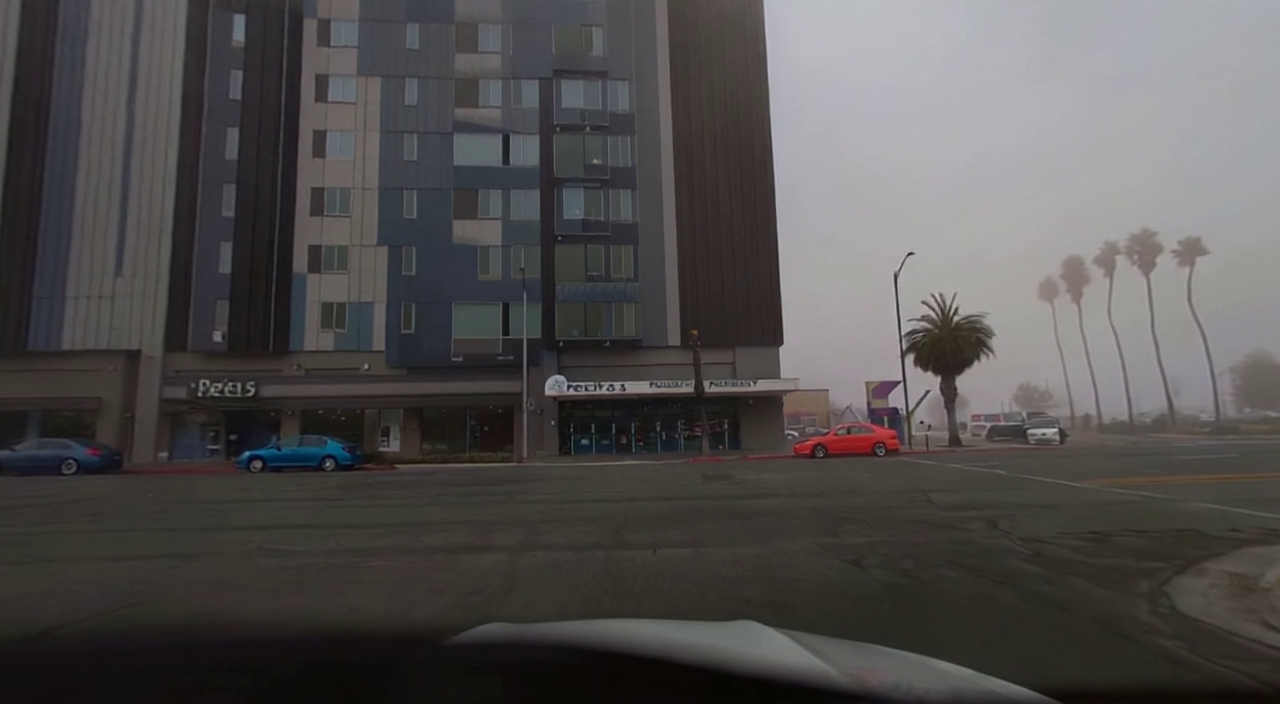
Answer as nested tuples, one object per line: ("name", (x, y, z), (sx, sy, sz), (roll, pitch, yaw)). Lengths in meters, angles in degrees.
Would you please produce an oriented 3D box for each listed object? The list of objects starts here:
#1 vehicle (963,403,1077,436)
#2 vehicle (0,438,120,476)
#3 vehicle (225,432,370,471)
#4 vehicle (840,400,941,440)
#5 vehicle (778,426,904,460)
("vehicle", (28.555, 5.077, 47.607), (7.026, 2.329, 2.545), (1, -6, -4))
("vehicle", (-23.622, 4.137, 25.026), (4.321, 1.430, 1.775), (0, -9, -2))
("vehicle", (-13.937, 4.068, 25.881), (4.857, 1.497, 1.811), (0, -9, 2))
("vehicle", (16.159, 4.452, 40.991), (5.524, 2.504, 2.196), (0, -9, -3))
("vehicle", (8.581, 3.927, 27.202), (4.782, 1.371, 1.763), (1, -9, -6))
